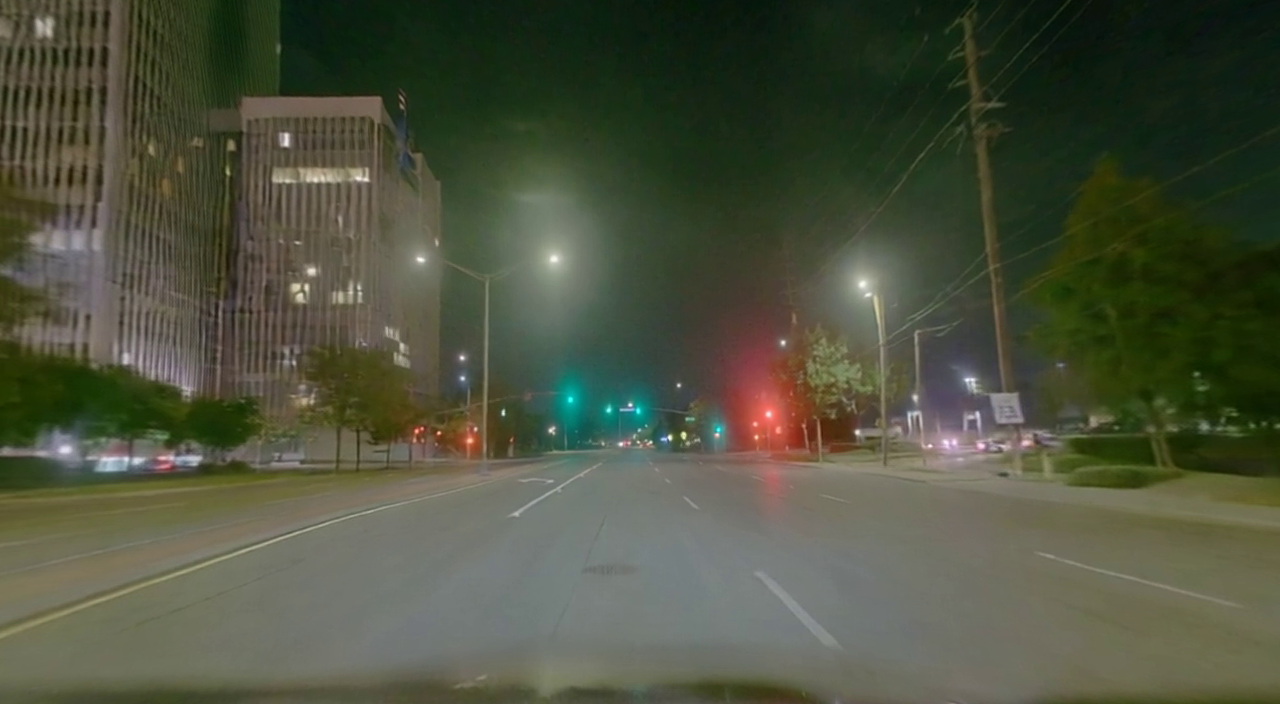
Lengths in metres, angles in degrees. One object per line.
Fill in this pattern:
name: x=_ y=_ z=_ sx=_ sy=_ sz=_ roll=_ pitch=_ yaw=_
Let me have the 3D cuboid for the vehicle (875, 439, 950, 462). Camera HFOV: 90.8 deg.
vehicle: x=19.131 y=6.912 z=44.418 sx=4.376 sy=1.483 sz=1.828 roll=-8 pitch=-12 yaw=44
